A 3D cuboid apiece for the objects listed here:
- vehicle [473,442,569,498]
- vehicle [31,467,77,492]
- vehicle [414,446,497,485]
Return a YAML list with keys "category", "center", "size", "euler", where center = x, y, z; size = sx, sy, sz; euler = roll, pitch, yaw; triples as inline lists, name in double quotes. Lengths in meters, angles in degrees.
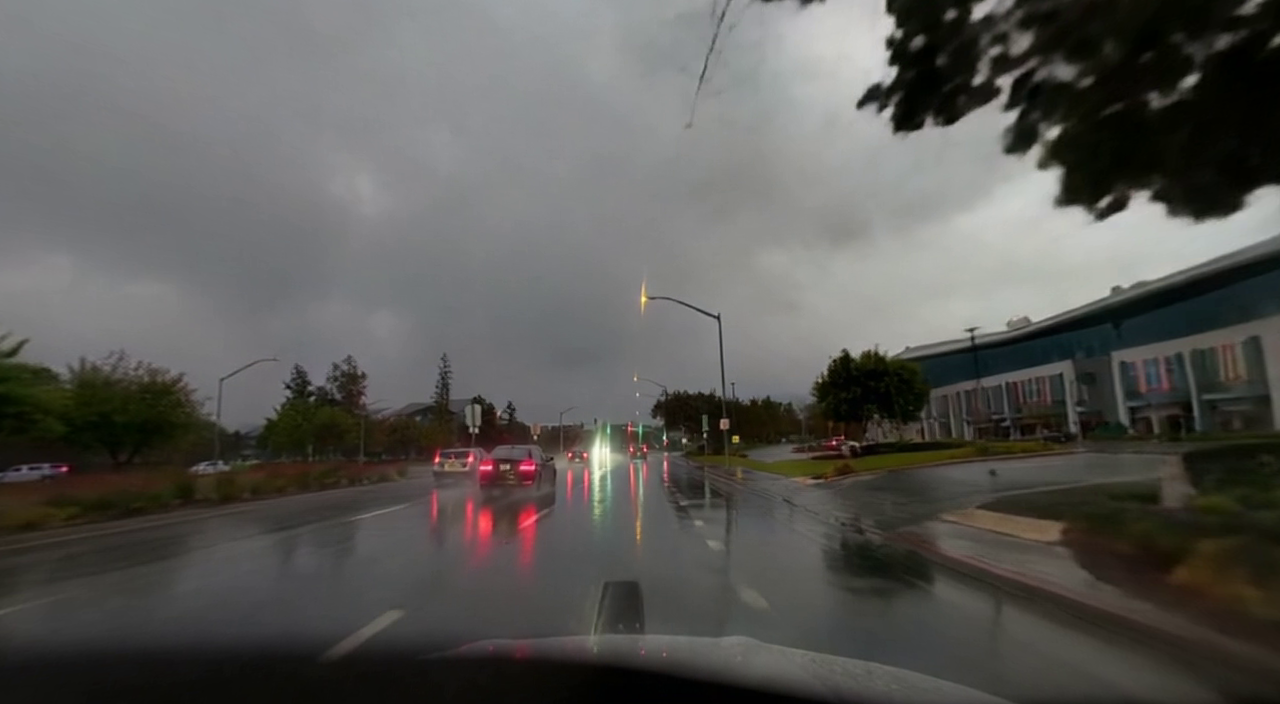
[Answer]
- category: "vehicle"
  center: [-3.467, 3.556, 19.413]
  size: [2.011, 1.483, 4.596]
  euler: [0, -9, 1]
- category: "vehicle"
  center: [-39.769, 8.606, 42.845]
  size: [1.960, 1.475, 4.381]
  euler: [9, -12, -44]
- category: "vehicle"
  center: [-7.608, 4.727, 26.616]
  size: [1.976, 1.497, 4.709]
  euler: [0, -9, 1]
